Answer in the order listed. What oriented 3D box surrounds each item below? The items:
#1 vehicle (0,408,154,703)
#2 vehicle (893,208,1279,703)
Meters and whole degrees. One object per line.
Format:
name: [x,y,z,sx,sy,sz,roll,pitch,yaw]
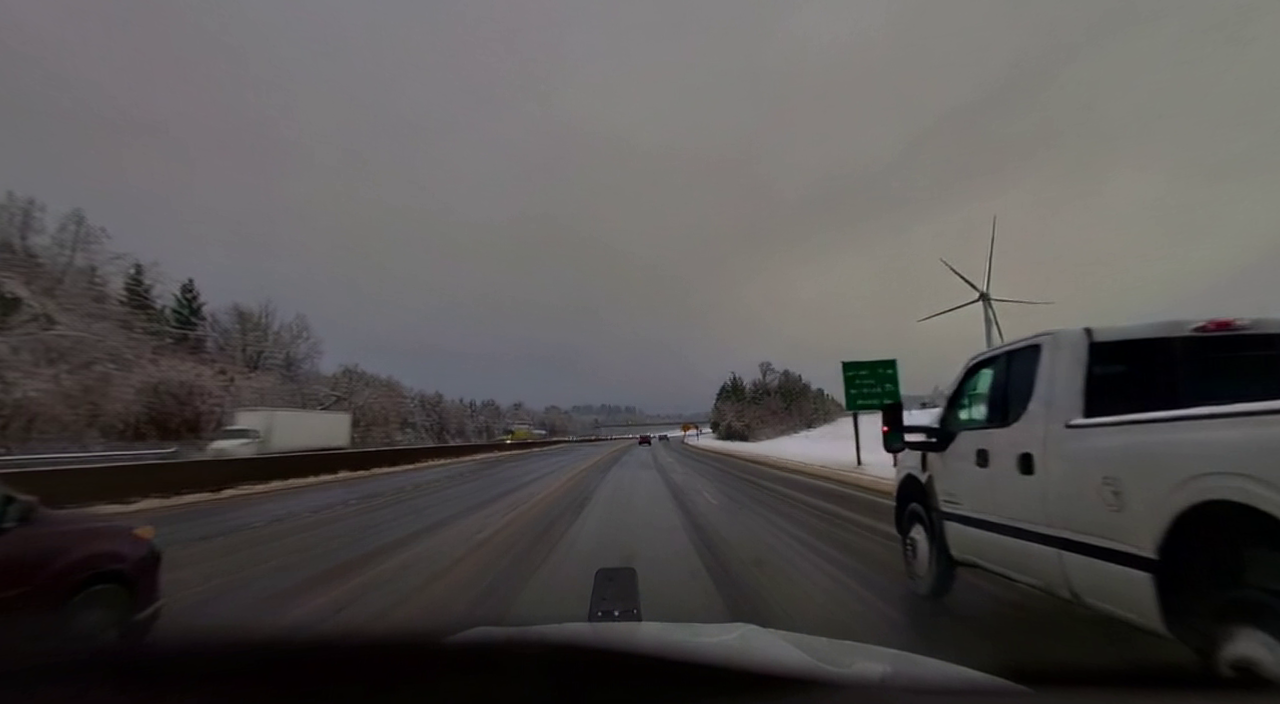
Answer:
vehicle: [-3.876,0.773,1.236,1.973,1.455,4.907,0,-8,-1]
vehicle: [3.102,0.570,2.131,2.211,1.982,5.346,0,-8,-1]
